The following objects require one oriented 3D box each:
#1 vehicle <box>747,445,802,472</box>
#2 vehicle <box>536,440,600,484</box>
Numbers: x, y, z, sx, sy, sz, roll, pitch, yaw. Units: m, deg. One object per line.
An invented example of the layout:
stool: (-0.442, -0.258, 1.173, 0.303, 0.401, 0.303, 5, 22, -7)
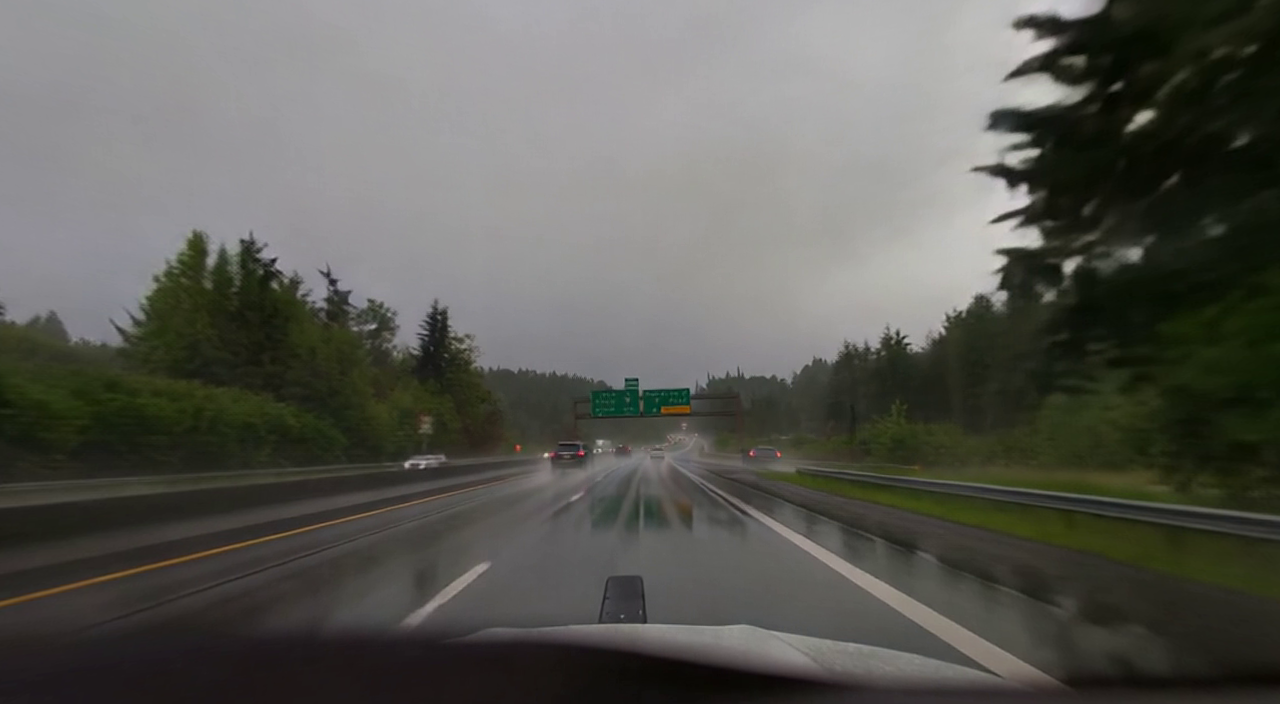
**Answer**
vehicle: (8.611, 6.847, 40.784, 2.021, 1.639, 4.203, 1, -9, -10)
vehicle: (-2.886, 4.490, 26.103, 2.037, 1.638, 4.274, 0, -9, 1)
